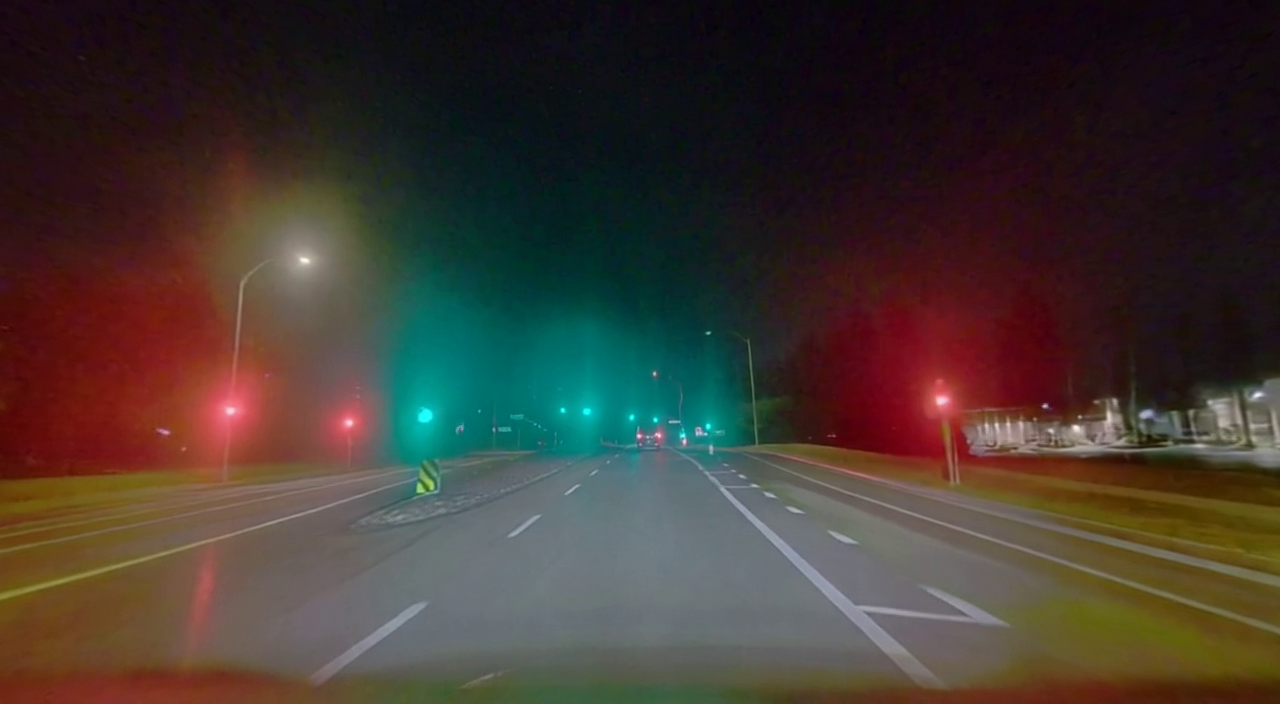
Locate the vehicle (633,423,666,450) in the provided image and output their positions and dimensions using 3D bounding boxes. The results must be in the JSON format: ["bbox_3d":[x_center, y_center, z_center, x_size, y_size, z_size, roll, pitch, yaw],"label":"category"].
[{"bbox_3d":[0.689,6.527,48.530,2.371,1.926,5.099,0,-8,-1],"label":"vehicle"}]
